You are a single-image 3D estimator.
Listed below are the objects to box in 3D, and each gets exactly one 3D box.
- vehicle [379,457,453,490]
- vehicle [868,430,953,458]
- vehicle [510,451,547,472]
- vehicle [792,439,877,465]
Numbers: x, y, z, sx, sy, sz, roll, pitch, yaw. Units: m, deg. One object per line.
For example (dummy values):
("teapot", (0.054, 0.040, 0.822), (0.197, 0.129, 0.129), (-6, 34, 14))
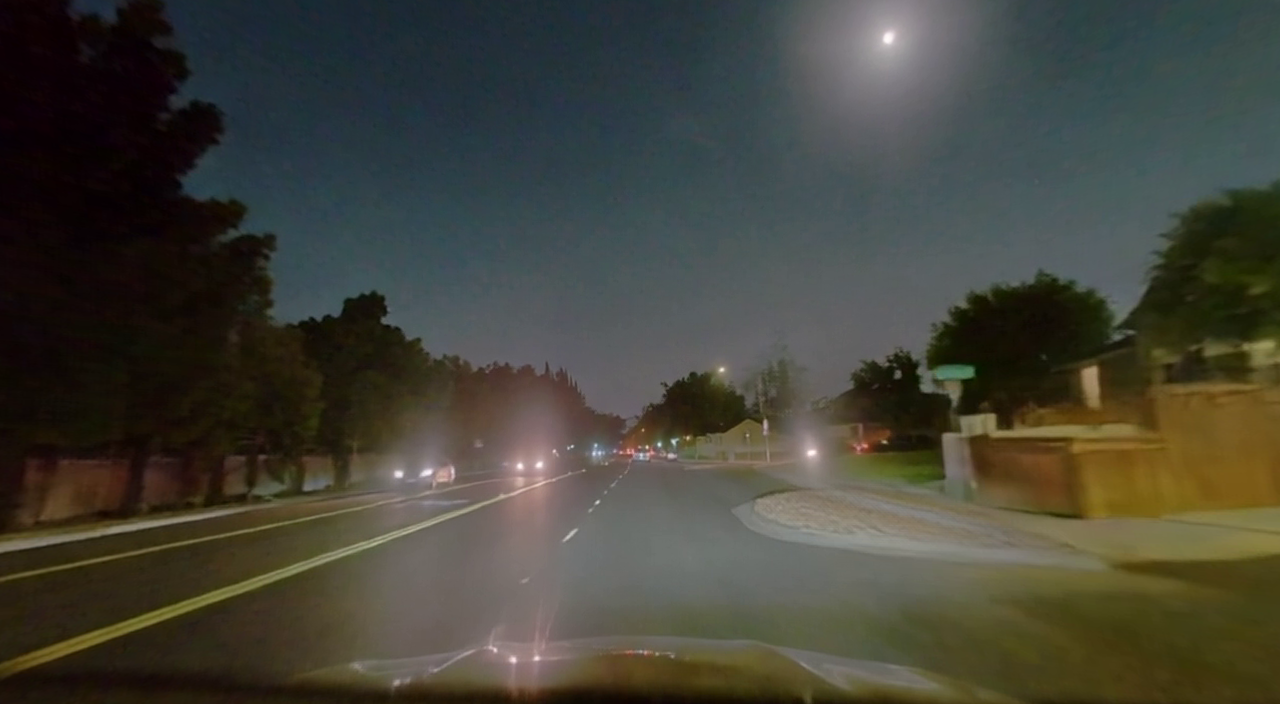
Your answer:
("vehicle", (-11.185, 6.097, 31.908), (2.026, 1.519, 4.534), (-1, -9, 1))
("vehicle", (18.851, 6.454, 44.055), (4.821, 1.832, 2.196), (0, -9, -3))
("vehicle", (-8.489, 8.414, 48.485), (1.961, 1.518, 4.846), (0, -9, 0))
("vehicle", (13.481, 6.937, 43.889), (5.177, 1.468, 2.090), (-4, -7, 2))
